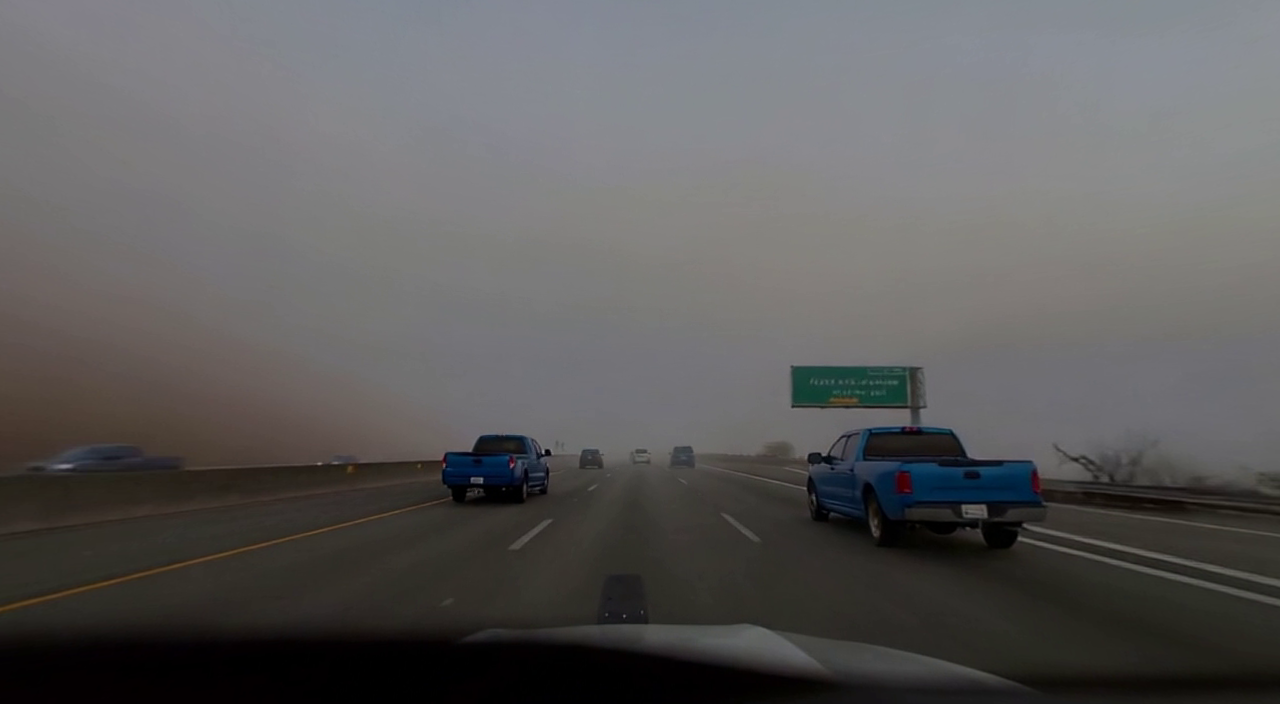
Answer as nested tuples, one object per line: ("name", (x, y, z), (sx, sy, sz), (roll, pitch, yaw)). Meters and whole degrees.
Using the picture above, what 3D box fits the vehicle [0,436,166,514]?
("vehicle", (-13.199, 2.679, 14.221), (1.767, 1.477, 4.081), (0, -8, 1))

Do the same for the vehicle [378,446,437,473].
("vehicle", (-18.112, 8.386, 49.511), (2.258, 1.967, 6.142), (0, -8, 0))

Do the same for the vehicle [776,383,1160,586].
("vehicle", (3.784, 1.686, 8.979), (2.424, 1.952, 5.611), (0, -8, 0))

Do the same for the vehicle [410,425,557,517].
("vehicle", (-3.571, 2.826, 15.608), (2.227, 1.853, 5.161), (0, -8, 1))

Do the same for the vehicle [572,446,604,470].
("vehicle", (-4.027, 8.287, 49.535), (2.235, 1.785, 4.386), (0, -8, -1))
